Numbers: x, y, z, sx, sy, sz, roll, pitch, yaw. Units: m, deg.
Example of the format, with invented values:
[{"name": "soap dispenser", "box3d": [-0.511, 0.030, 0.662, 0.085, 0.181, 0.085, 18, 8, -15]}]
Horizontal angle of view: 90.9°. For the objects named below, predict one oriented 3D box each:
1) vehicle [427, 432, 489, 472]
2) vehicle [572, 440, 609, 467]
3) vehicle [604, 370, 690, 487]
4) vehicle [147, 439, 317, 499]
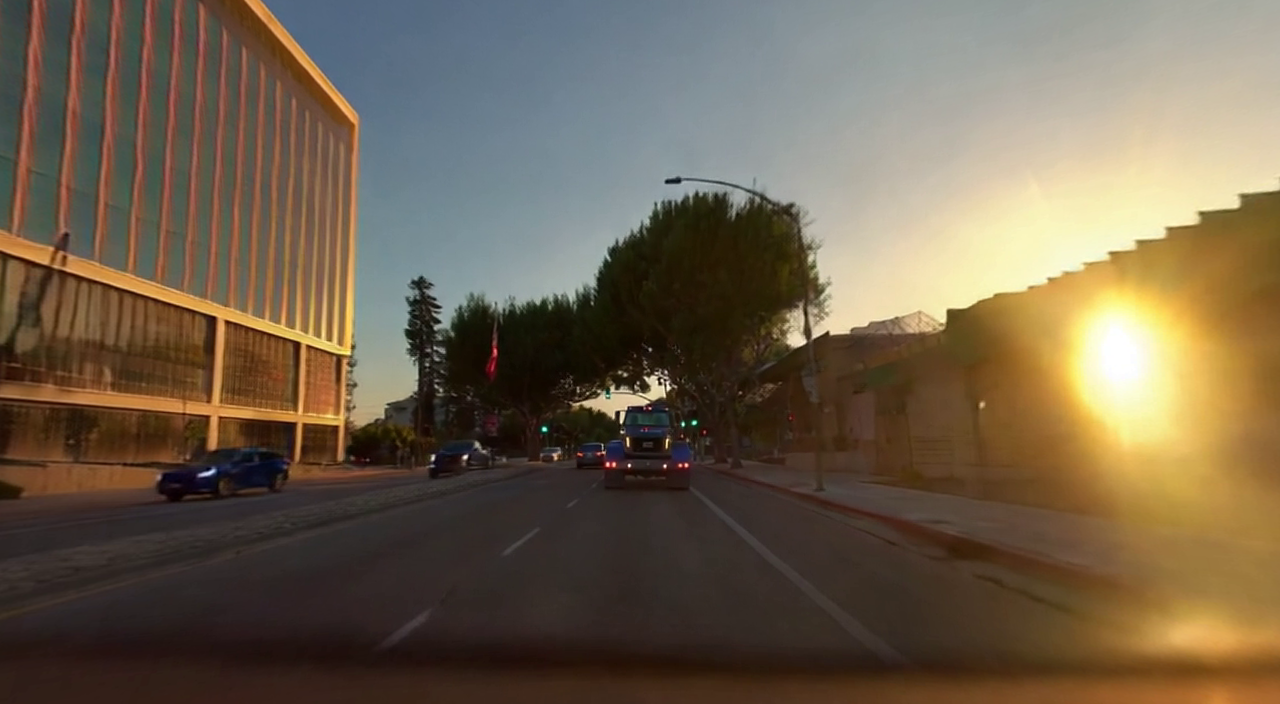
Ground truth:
[{"name": "vehicle", "box3d": [-12.081, 6.712, 42.415, 2.404, 2.444, 5.799, 0, -9, 0]}, {"name": "vehicle", "box3d": [-3.210, 6.751, 41.910, 2.081, 1.688, 4.235, 0, -9, 0]}, {"name": "vehicle", "box3d": [0.203, 3.116, 24.367, 2.552, 3.461, 11.044, -1, -9, 0]}, {"name": "vehicle", "box3d": [-15.083, 4.332, 23.956, 2.225, 1.946, 6.187, 0, -9, 1]}]
